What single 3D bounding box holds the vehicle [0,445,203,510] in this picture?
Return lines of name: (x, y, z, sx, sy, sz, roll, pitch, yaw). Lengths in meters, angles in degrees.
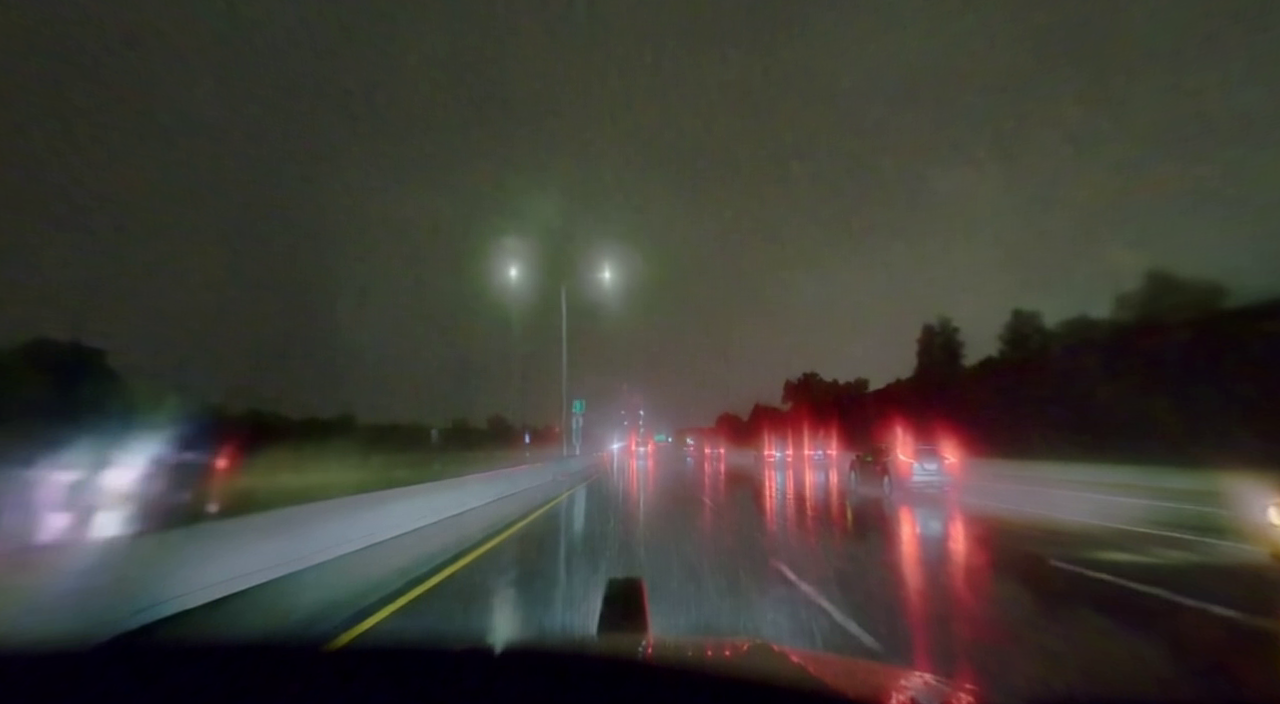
vehicle: (-14.422, 3.323, 17.218, 1.974, 1.539, 4.113, 0, -8, 0)
